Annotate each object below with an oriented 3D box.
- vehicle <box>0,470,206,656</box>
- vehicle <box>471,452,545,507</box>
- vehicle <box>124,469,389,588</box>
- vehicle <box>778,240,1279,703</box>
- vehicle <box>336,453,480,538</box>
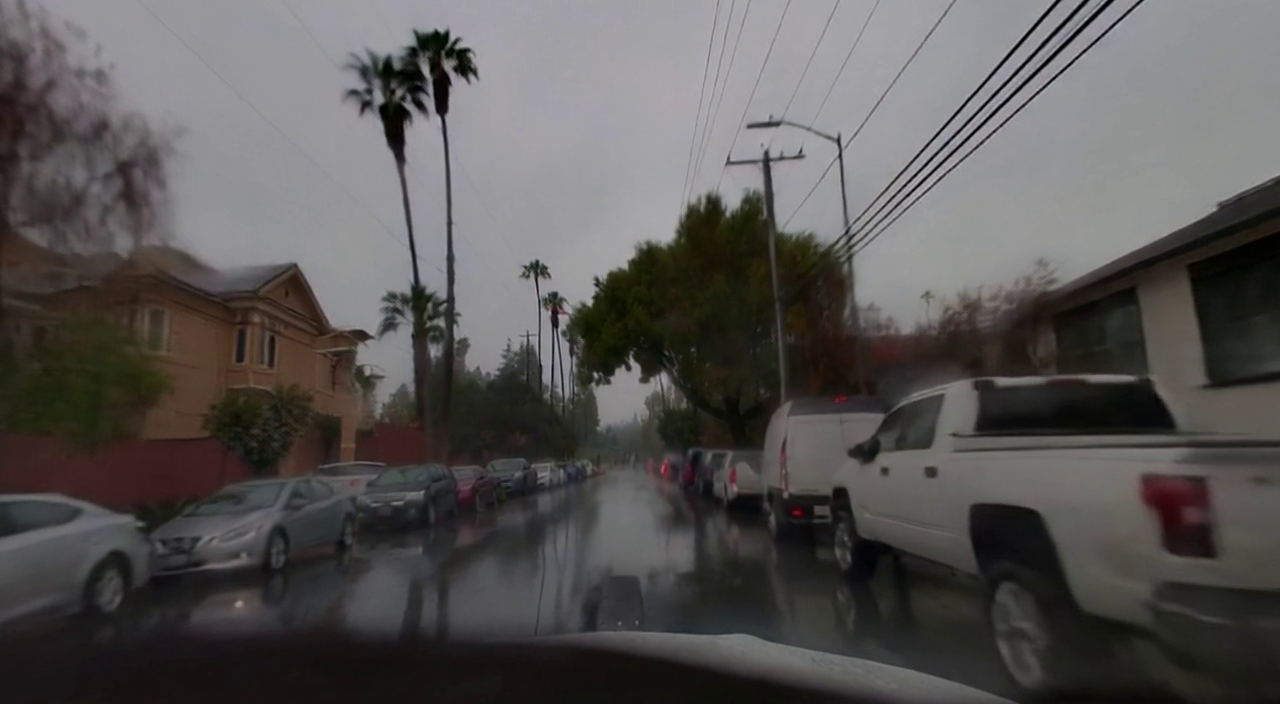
[{"bbox_3d":[-6.517,1.958,5.854,1.841,1.491,4.525,0,-8,-2],"label":"vehicle"},{"bbox_3d":[-6.172,6.015,30.312,2.281,2.248,5.873,0,-8,0],"label":"vehicle"},{"bbox_3d":[-6.313,2.909,11.184,1.874,1.449,4.622,0,-8,-1],"label":"vehicle"},{"bbox_3d":[2.944,1.068,4.718,2.268,1.953,6.124,0,-8,-2],"label":"vehicle"},{"bbox_3d":[-6.263,3.881,17.788,2.349,1.952,4.848,0,-8,-2],"label":"vehicle"}]
